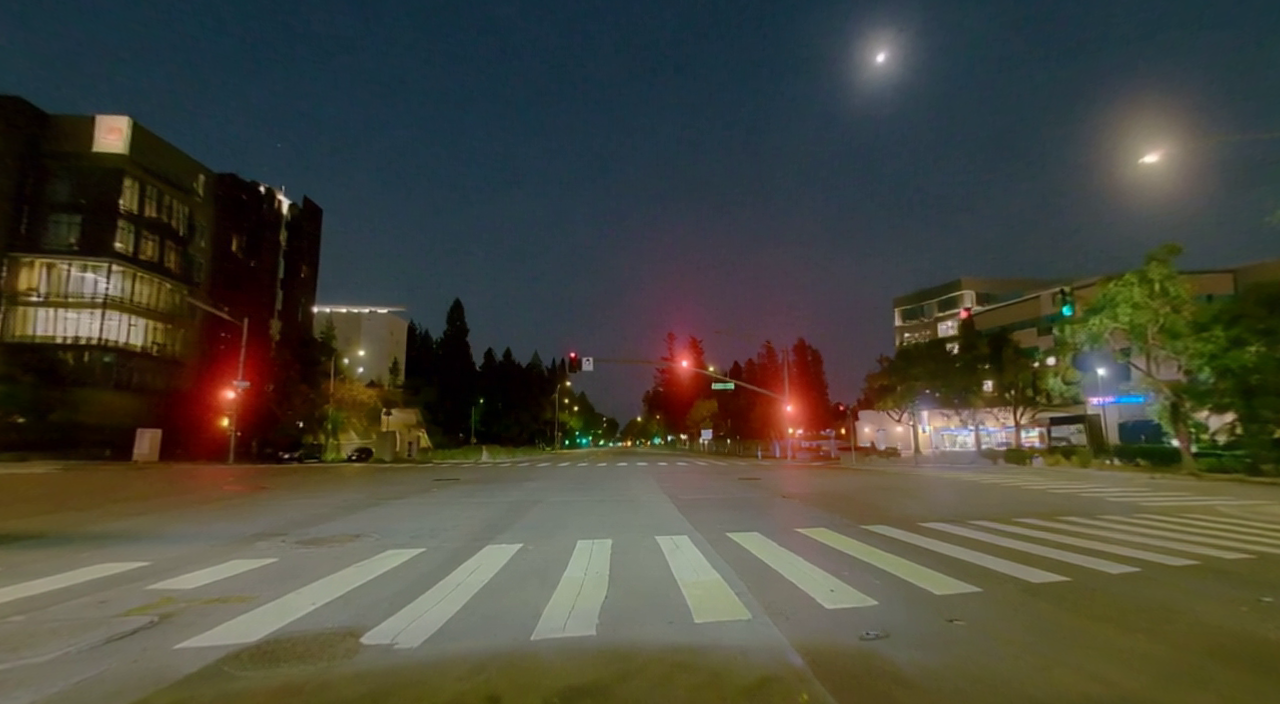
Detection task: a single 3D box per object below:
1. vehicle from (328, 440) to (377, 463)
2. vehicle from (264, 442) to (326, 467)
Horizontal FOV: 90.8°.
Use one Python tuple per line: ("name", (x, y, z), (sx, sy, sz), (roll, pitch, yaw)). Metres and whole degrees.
("vehicle", (-22.517, 7.827, 49.744), (2.023, 1.706, 4.756), (1, -8, -6))
("vehicle", (-21.841, 6.477, 40.162), (2.005, 1.496, 4.020), (1, -9, -6))
